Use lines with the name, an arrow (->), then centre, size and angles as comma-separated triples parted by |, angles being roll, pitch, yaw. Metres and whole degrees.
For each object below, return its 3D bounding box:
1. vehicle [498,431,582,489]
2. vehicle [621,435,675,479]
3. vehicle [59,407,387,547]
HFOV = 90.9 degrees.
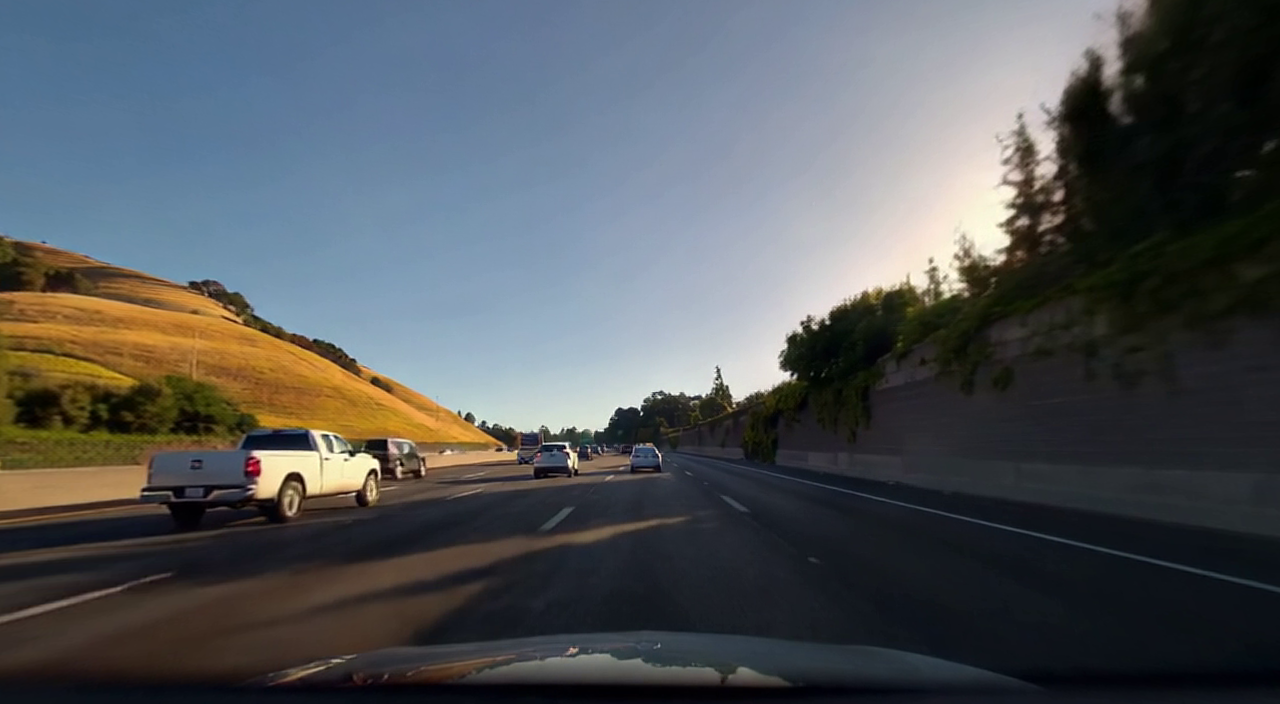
vehicle -> -3.346, 3.734, 22.128 | 2.093, 1.820, 4.506 | 0, -9, 1
vehicle -> 0.332, 4.674, 28.414 | 2.233, 1.804, 4.273 | 0, -9, 0
vehicle -> -6.663, 2.068, 11.133 | 2.108, 1.856, 5.214 | 0, -9, 1
